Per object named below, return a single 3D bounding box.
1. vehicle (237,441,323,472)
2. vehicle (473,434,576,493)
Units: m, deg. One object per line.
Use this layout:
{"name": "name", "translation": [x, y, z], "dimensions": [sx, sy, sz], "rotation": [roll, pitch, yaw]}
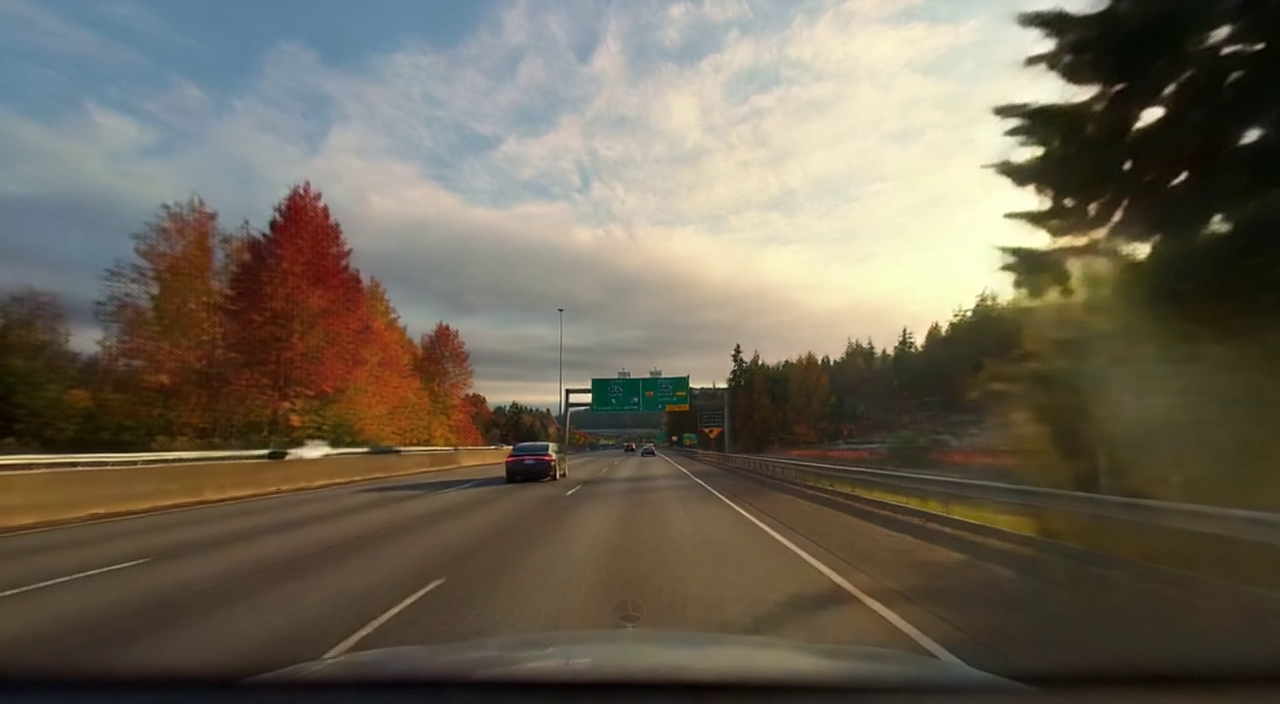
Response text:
{"name": "vehicle", "translation": [-19.921, 5.783, 35.055], "dimensions": [1.935, 1.612, 4.573], "rotation": [0, -8, 2]}
{"name": "vehicle", "translation": [-3.343, 3.335, 19.279], "dimensions": [2.061, 1.572, 4.814], "rotation": [0, -8, 2]}
